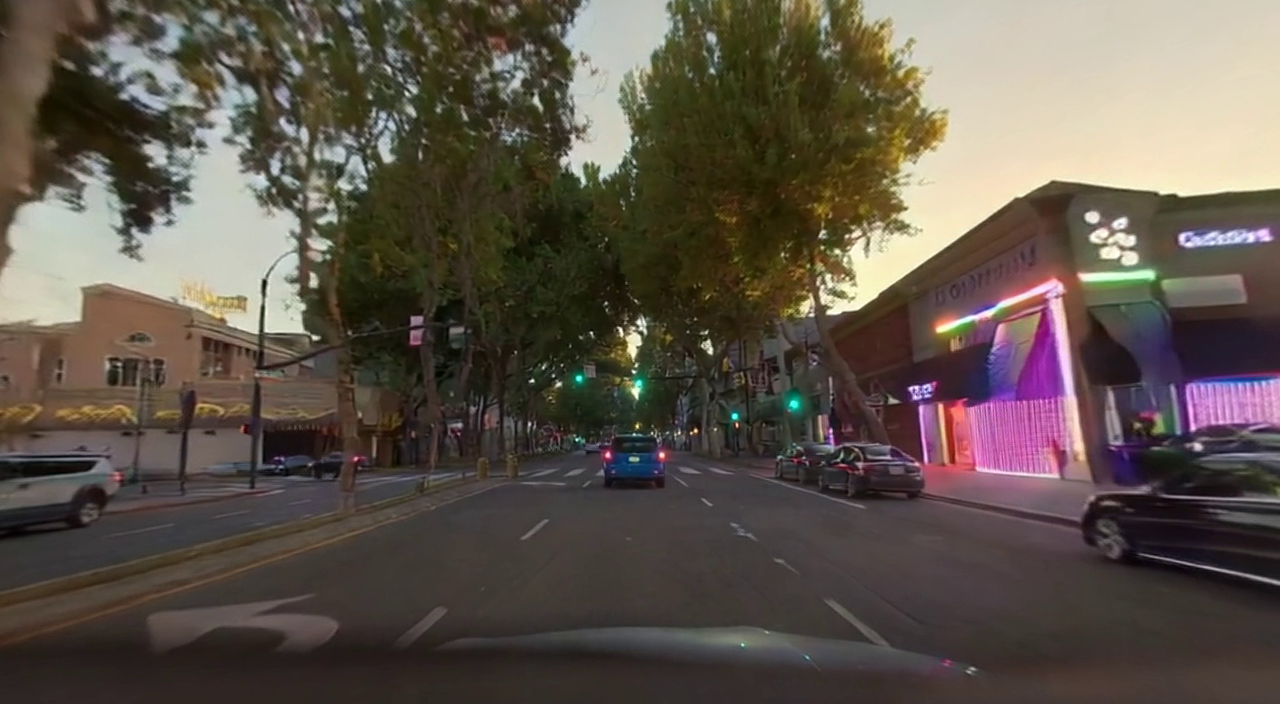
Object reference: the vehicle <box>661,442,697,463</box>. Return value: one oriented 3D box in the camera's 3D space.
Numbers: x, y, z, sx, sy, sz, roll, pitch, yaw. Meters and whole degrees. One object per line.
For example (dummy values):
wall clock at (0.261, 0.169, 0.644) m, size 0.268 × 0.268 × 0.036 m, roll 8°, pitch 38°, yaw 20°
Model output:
vehicle at (2.734, 7.222, 45.532) m, size 2.209 × 1.478 × 4.138 m, roll 0°, pitch -9°, yaw -1°

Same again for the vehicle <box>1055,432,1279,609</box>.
vehicle at (6.215, 1.438, 5.573) m, size 1.964 × 1.429 × 4.515 m, roll 0°, pitch -9°, yaw -1°

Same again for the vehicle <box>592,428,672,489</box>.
vehicle at (-0.284, 3.555, 21.335) m, size 2.382 × 1.796 × 4.610 m, roll 0°, pitch -9°, yaw -1°

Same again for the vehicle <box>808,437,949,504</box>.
vehicle at (6.072, 3.053, 16.731) m, size 1.986 × 1.515 × 4.265 m, roll 0°, pitch -9°, yaw -1°

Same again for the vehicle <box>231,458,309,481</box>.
vehicle at (-26.080, 8.268, 44.663) m, size 4.317 × 1.524 × 1.809 m, roll 0°, pitch -9°, yaw -1°

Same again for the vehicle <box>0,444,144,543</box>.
vehicle at (-14.057, 3.018, 13.817) m, size 2.197 × 1.985 × 5.183 m, roll 0°, pitch -9°, yaw 0°

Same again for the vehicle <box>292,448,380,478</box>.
vehicle at (-18.632, 6.775, 38.793) m, size 4.427 × 1.757 × 2.125 m, roll -2°, pitch -9°, yaw 11°
